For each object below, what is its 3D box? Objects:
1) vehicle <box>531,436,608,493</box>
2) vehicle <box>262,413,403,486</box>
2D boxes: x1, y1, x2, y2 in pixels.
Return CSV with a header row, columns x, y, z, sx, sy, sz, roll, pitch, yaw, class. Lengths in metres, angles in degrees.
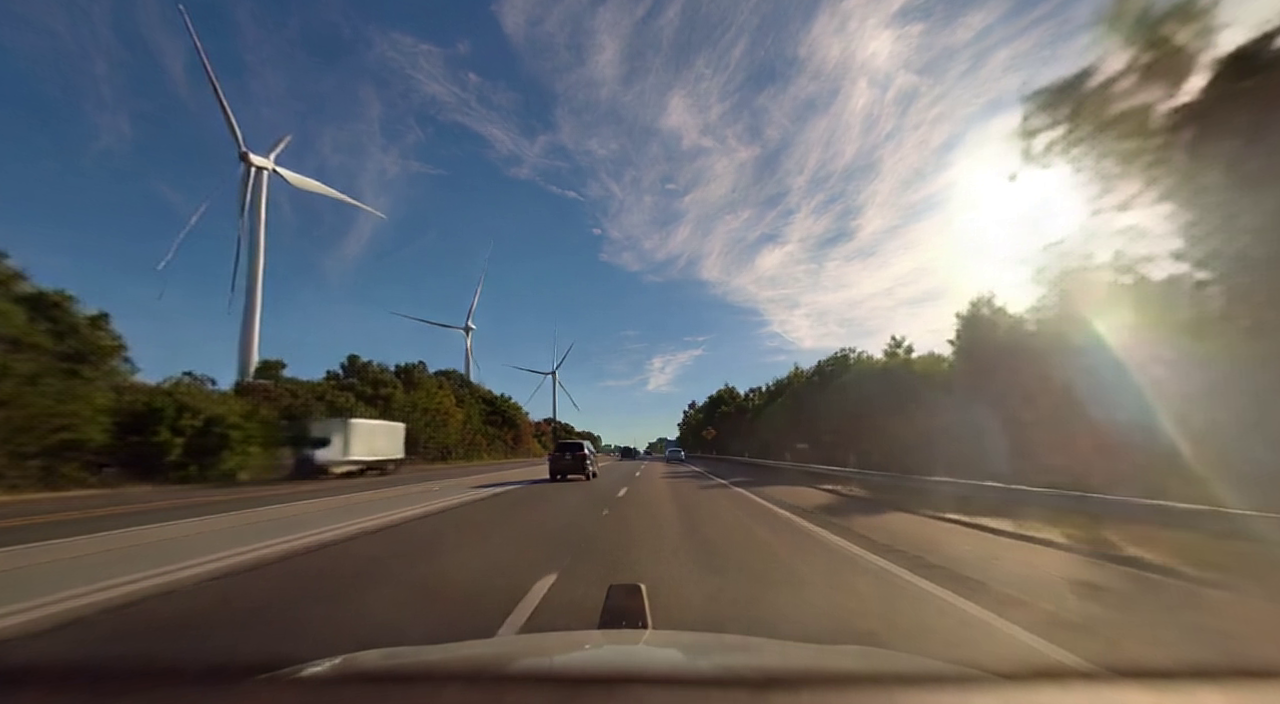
x,y,z,sx,sy,sz,roll,pitch,yaw,class
-2.278,3.786,21.420,2.038,1.723,4.150,-1,-9,1,vehicle
-14.849,4.874,31.348,2.706,3.119,8.054,-1,-9,2,vehicle
